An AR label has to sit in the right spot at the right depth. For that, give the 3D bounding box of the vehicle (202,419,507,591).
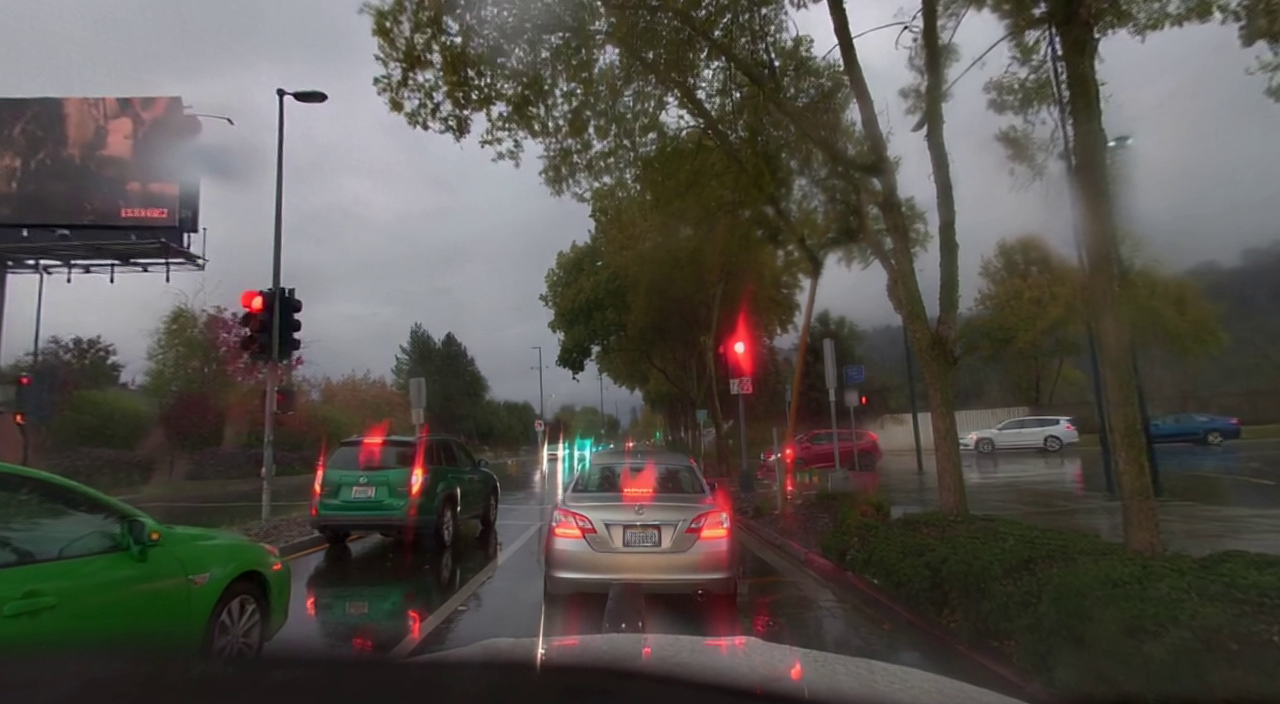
[{"bbox_3d":[-3.176,1.785,8.142,1.950,1.628,4.082,-1,-9,1],"label":"vehicle"}]

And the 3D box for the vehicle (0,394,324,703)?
[{"bbox_3d":[-3.149,0.952,2.418,1.808,1.520,3.846,-1,-9,1],"label":"vehicle"}]

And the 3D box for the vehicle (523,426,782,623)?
[{"bbox_3d":[0.027,1.591,6.633,1.977,1.467,3.474,0,-9,-2],"label":"vehicle"}]
